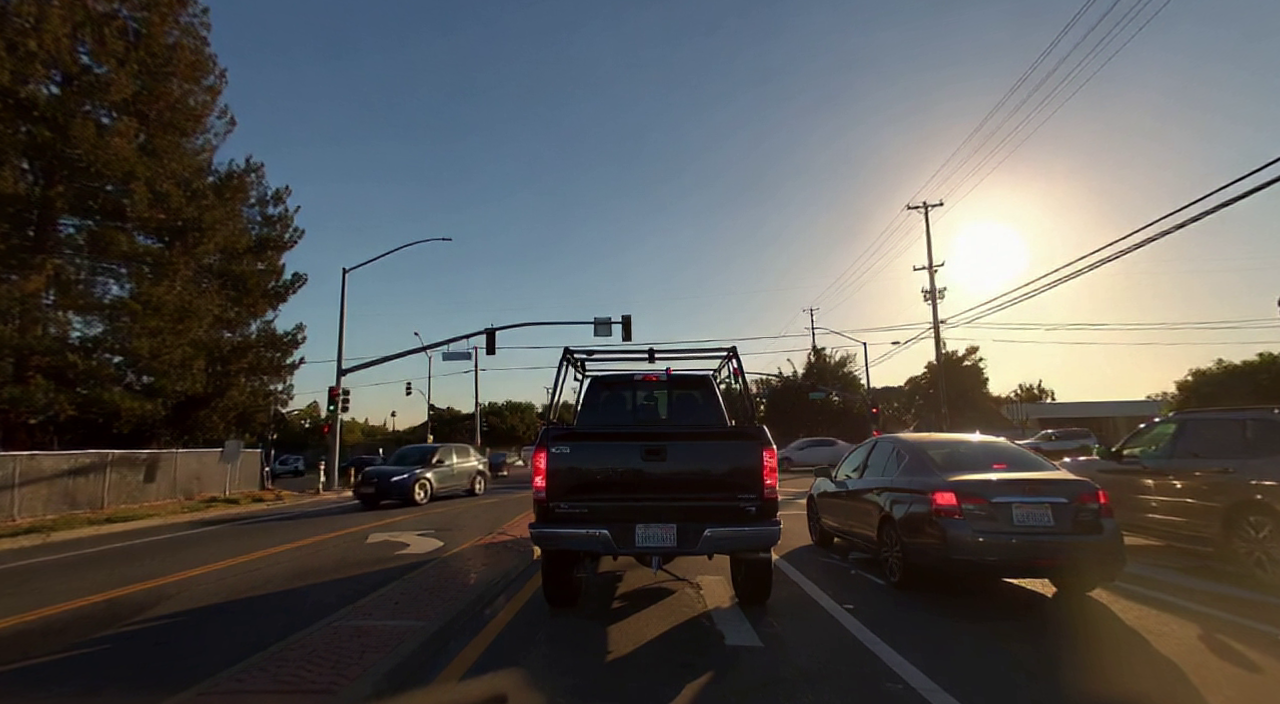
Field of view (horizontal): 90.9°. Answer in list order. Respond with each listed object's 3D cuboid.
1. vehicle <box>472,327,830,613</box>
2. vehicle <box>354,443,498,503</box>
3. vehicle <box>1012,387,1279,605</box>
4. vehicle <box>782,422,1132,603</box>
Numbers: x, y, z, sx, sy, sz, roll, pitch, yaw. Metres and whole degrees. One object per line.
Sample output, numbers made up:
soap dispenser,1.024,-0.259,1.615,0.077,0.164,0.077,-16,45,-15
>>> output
vehicle,0.130,1.373,8.184,2.831,2.284,6.149,0,-8,1
vehicle,-6.815,3.875,20.765,2.369,1.690,4.529,-2,-9,14
vehicle,6.149,1.368,6.475,1.982,1.727,4.352,0,-8,1
vehicle,3.112,1.644,7.361,1.993,1.495,4.060,0,-8,1
